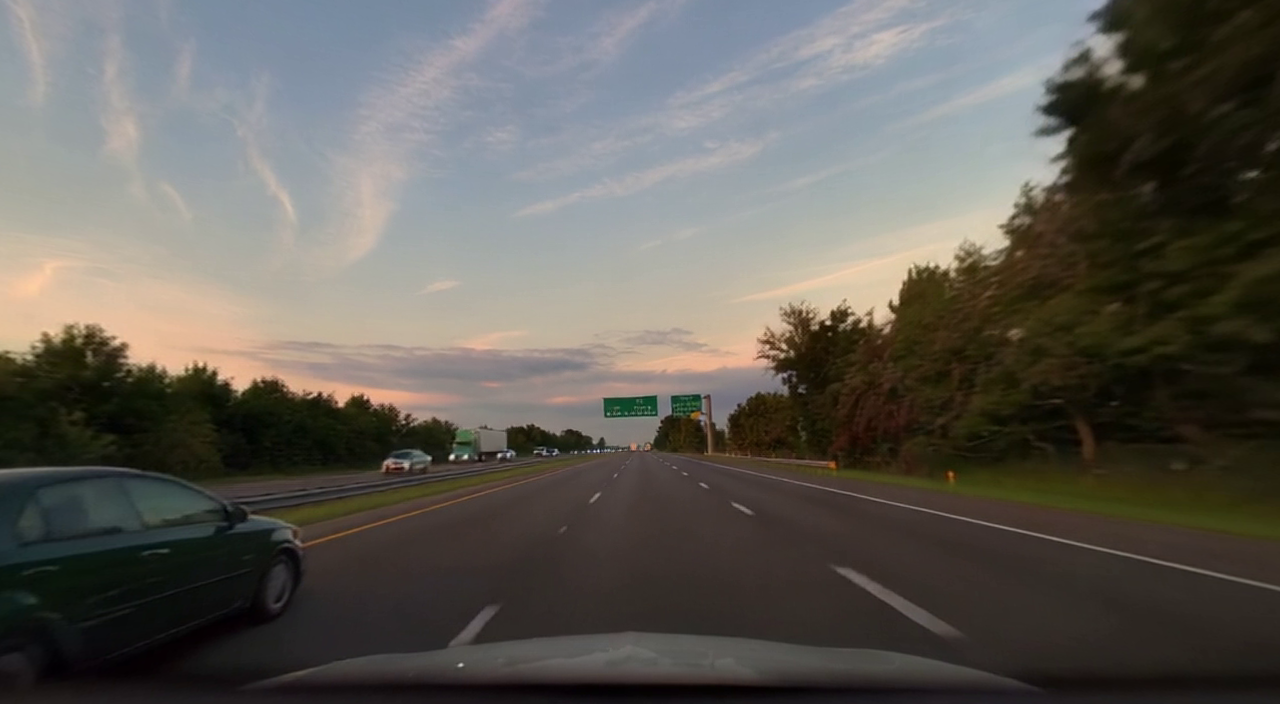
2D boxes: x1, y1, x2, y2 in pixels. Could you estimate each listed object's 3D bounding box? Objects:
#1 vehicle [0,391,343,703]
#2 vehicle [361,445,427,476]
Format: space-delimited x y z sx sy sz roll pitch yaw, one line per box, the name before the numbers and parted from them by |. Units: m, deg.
vehicle | -3.460 1.039 3.304 1.815 1.500 4.036 0 -9 0
vehicle | -14.437 6.397 37.278 2.059 1.722 4.527 0 -9 0
